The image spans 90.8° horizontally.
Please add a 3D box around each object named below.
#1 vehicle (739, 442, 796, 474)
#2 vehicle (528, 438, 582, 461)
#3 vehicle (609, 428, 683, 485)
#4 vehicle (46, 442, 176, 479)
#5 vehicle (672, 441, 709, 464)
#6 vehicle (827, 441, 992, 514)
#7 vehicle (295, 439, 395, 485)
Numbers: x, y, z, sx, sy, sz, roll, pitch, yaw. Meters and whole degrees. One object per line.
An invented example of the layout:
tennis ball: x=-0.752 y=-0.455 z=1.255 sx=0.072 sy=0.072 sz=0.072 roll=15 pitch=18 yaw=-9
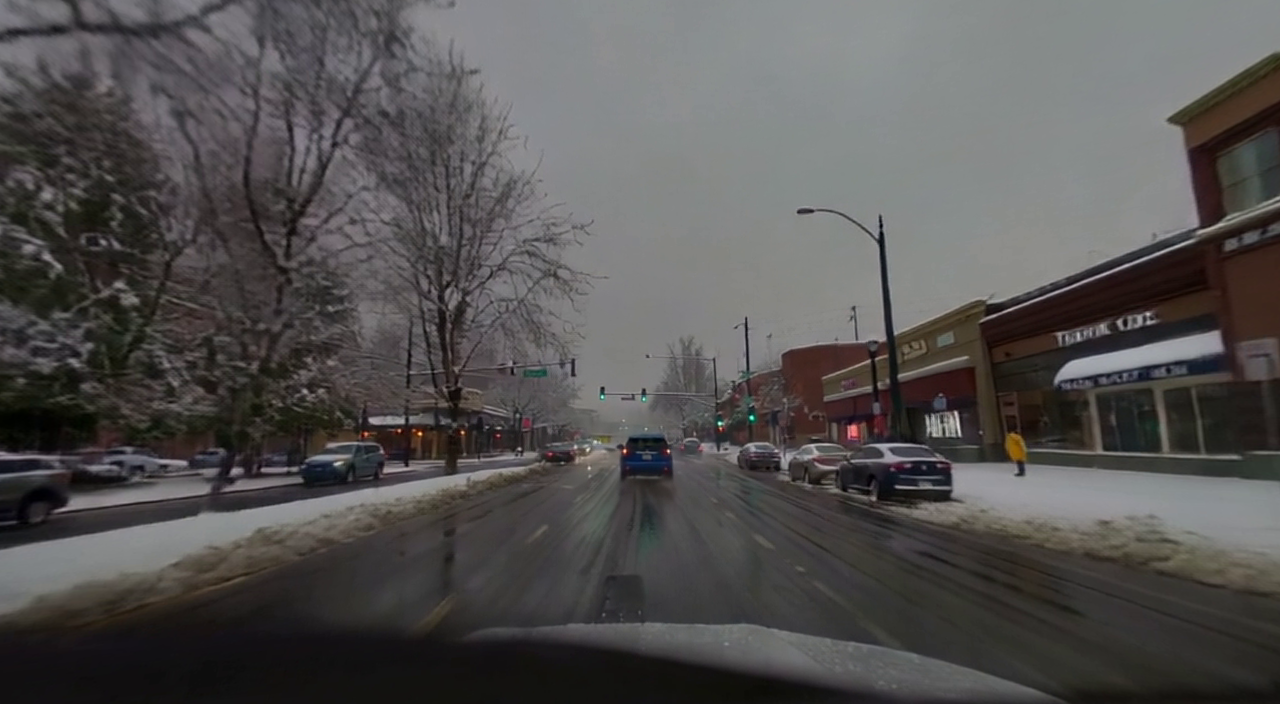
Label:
vehicle: x=6.460 y=5.397 z=32.459 sx=1.986 sy=1.515 sz=4.265 roll=0 pitch=-8 yaw=-1
vehicle: x=-6.758 y=7.703 z=49.914 sx=2.125 sy=1.757 sz=4.427 roll=7 pitch=-11 yaw=-39
vehicle: x=0.161 y=3.703 z=22.610 sx=2.382 sy=1.796 sz=4.610 roll=0 pitch=-8 yaw=-1
vehicle: x=-28.031 y=5.754 z=33.600 sx=4.767 sy=1.843 sz=2.339 roll=0 pitch=-9 yaw=1
vehicle: x=3.454 y=6.931 z=43.744 sx=2.209 sy=1.478 sz=4.138 roll=0 pitch=-8 yaw=0
vehicle: x=6.334 y=2.974 z=15.579 sx=2.048 sy=1.484 sz=4.709 roll=0 pitch=-8 yaw=1
vehicle: x=-13.728 y=5.124 z=29.852 sx=2.197 sy=1.985 sz=5.183 roll=0 pitch=-8 yaw=0
